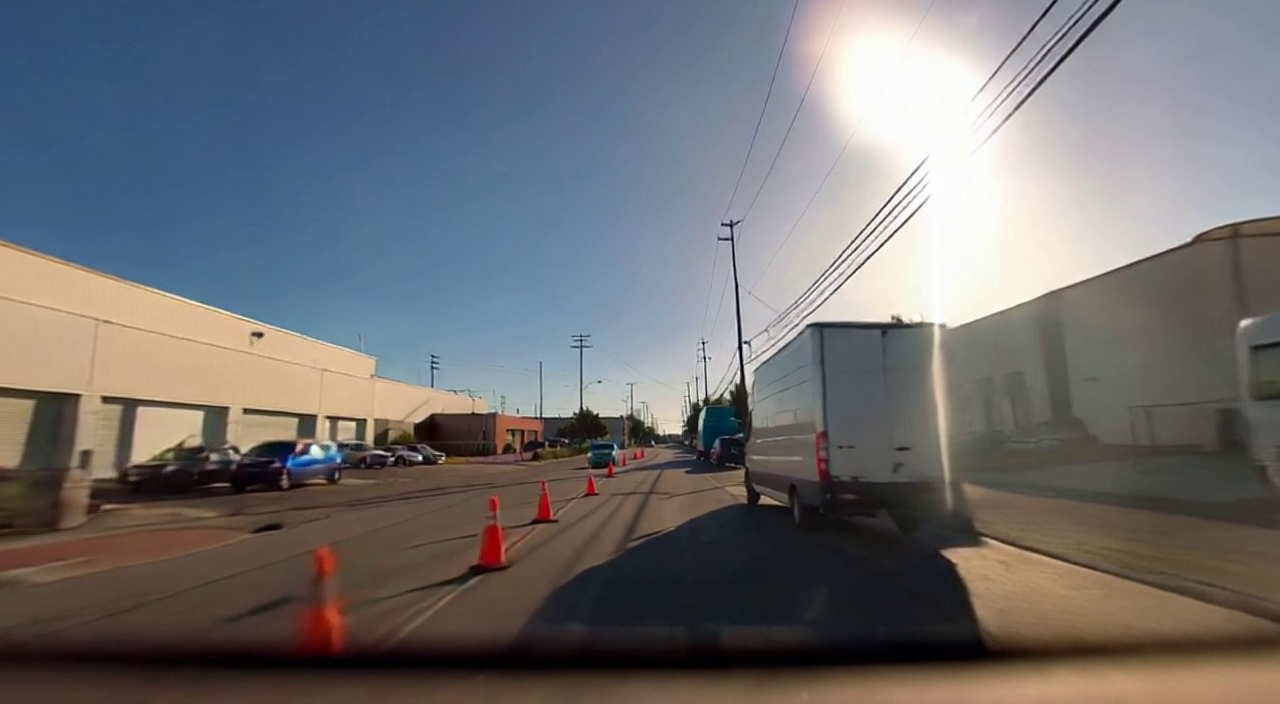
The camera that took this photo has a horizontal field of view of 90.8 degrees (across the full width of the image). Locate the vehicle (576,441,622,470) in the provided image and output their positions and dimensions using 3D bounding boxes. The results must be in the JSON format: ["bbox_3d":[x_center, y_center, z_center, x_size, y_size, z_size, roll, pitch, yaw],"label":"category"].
[{"bbox_3d":[-2.230,5.772,35.468,1.988,1.479,4.485,-1,-8,4],"label":"vehicle"}]

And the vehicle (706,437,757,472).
[{"bbox_3d":[4.693,5.326,32.991,1.892,1.696,4.332,0,-8,-1],"label":"vehicle"}]

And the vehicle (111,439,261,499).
[{"bbox_3d":[-15.162,3.871,21.476,1.971,1.789,4.360,0,-8,-3],"label":"vehicle"}]

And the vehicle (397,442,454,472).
[{"bbox_3d":[-13.523,6.609,40.138,2.078,1.674,4.652,-2,-8,-1],"label":"vehicle"}]

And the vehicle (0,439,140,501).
[{"bbox_3d":[-20.313,4.008,21.967,2.026,1.885,4.932,0,-8,-4],"label":"vehicle"}]

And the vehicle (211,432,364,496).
[{"bbox_3d":[-12.200,3.889,22.470,2.287,1.975,5.511,0,-8,-1],"label":"vehicle"}]

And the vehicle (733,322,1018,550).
[{"bbox_3d":[3.949,1.717,12.940,2.871,3.301,7.433,0,-8,0],"label":"vehicle"}]
